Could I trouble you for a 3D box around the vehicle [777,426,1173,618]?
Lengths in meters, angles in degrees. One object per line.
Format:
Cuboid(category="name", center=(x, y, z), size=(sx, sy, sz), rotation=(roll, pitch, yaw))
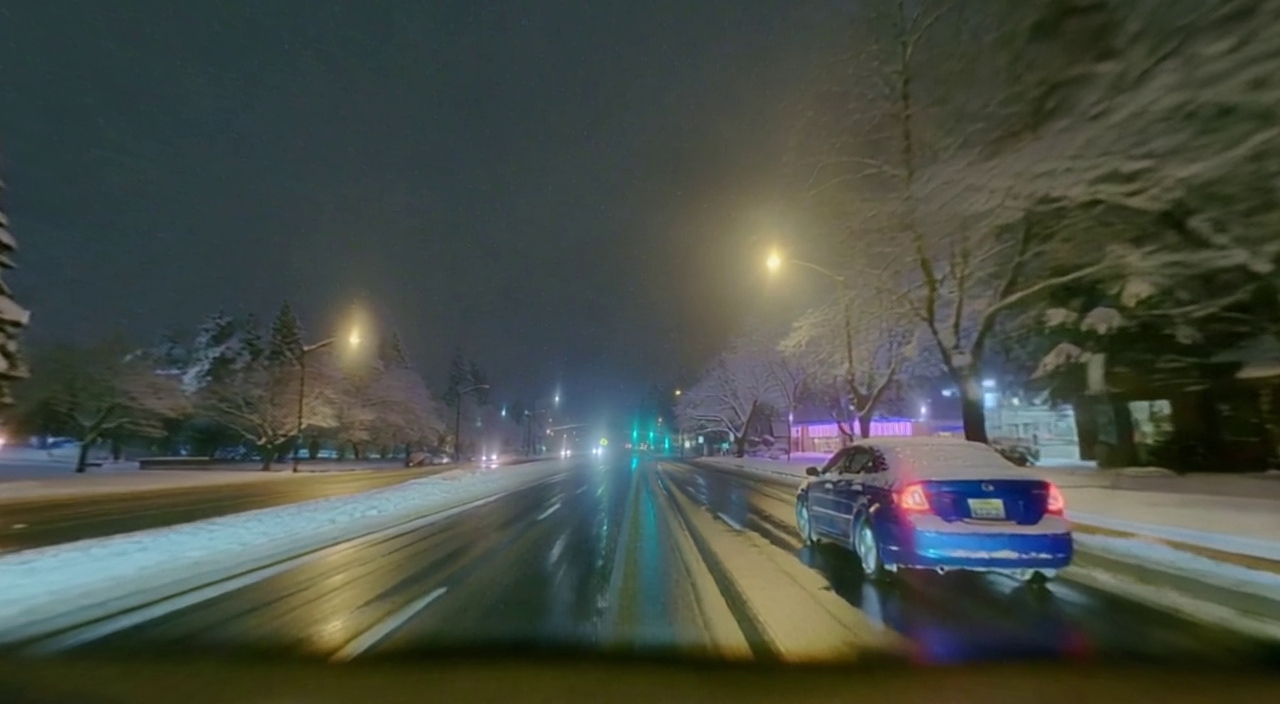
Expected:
Cuboid(category="vehicle", center=(3.139, 1.673, 7.295), size=(2.004, 1.470, 4.544), rotation=(0, -8, -1))
